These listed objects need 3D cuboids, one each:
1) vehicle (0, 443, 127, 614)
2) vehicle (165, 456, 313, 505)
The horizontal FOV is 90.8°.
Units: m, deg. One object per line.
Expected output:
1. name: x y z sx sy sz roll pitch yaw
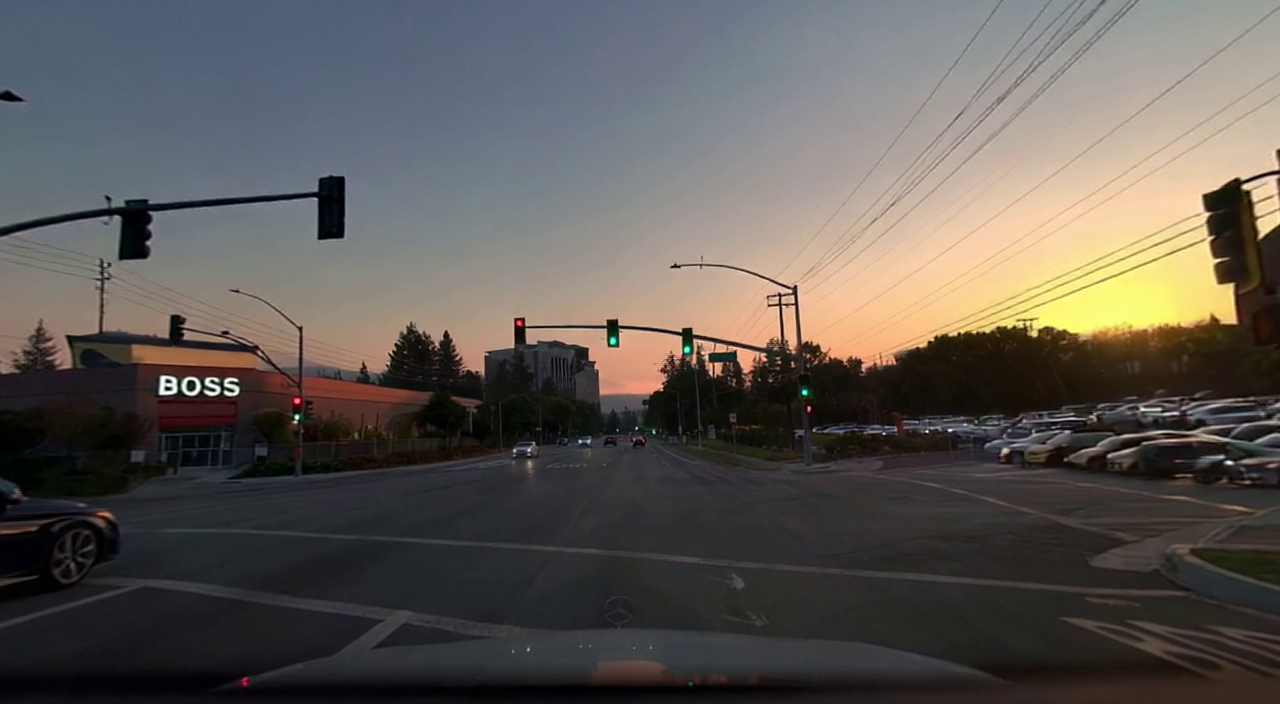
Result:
1. vehicle: -6.425 1.401 4.623 1.928 1.451 4.219 0 -9 -3
2. vehicle: -15.113 4.827 24.036 4.298 1.466 1.921 -2 -8 -7
